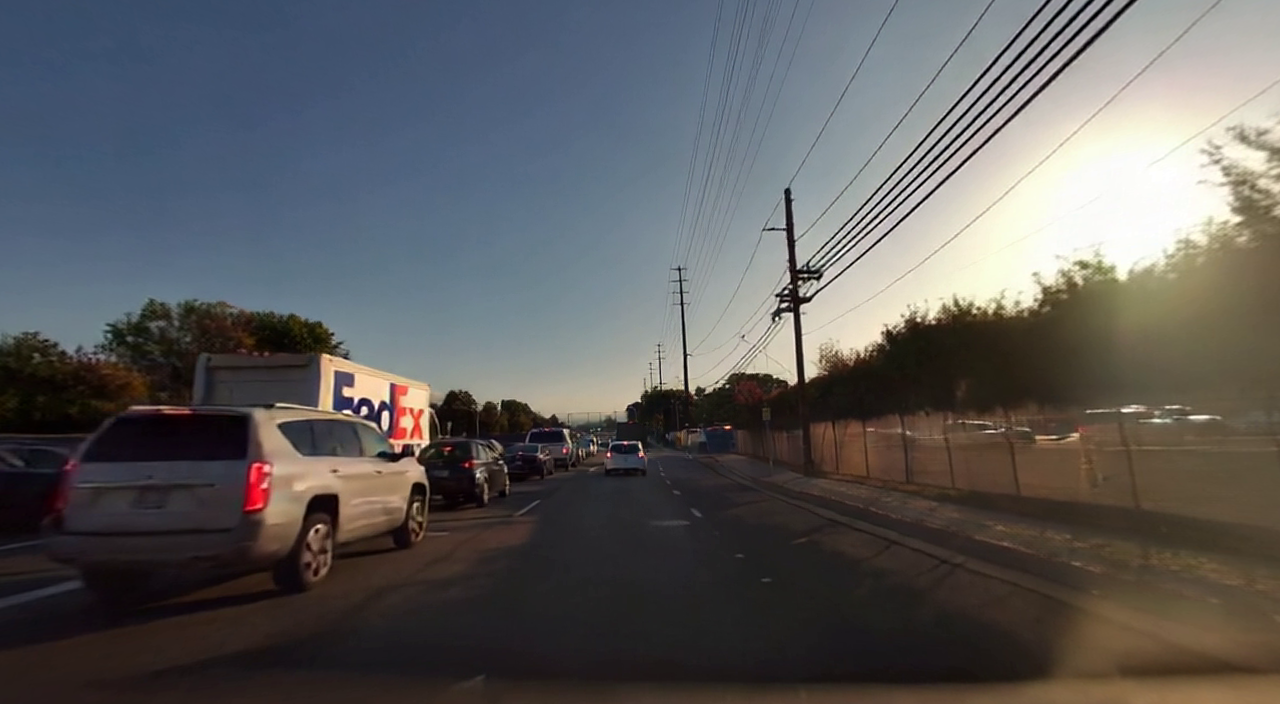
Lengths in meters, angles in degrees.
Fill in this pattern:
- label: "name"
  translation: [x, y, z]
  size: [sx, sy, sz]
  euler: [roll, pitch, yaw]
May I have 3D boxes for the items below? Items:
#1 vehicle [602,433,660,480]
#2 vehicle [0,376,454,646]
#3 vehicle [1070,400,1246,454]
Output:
- label: "vehicle"
  translation: [-0.372, 4.024, 24.546]
  size: [2.055, 1.671, 4.147]
  euler: [0, -8, -1]
- label: "vehicle"
  translation: [-3.871, 1.419, 6.724]
  size: [2.263, 1.803, 4.868]
  euler: [0, -8, 0]
- label: "vehicle"
  translation: [32.607, 4.786, 39.820]
  size: [8.848, 3.271, 2.774]
  euler: [0, -9, -5]
